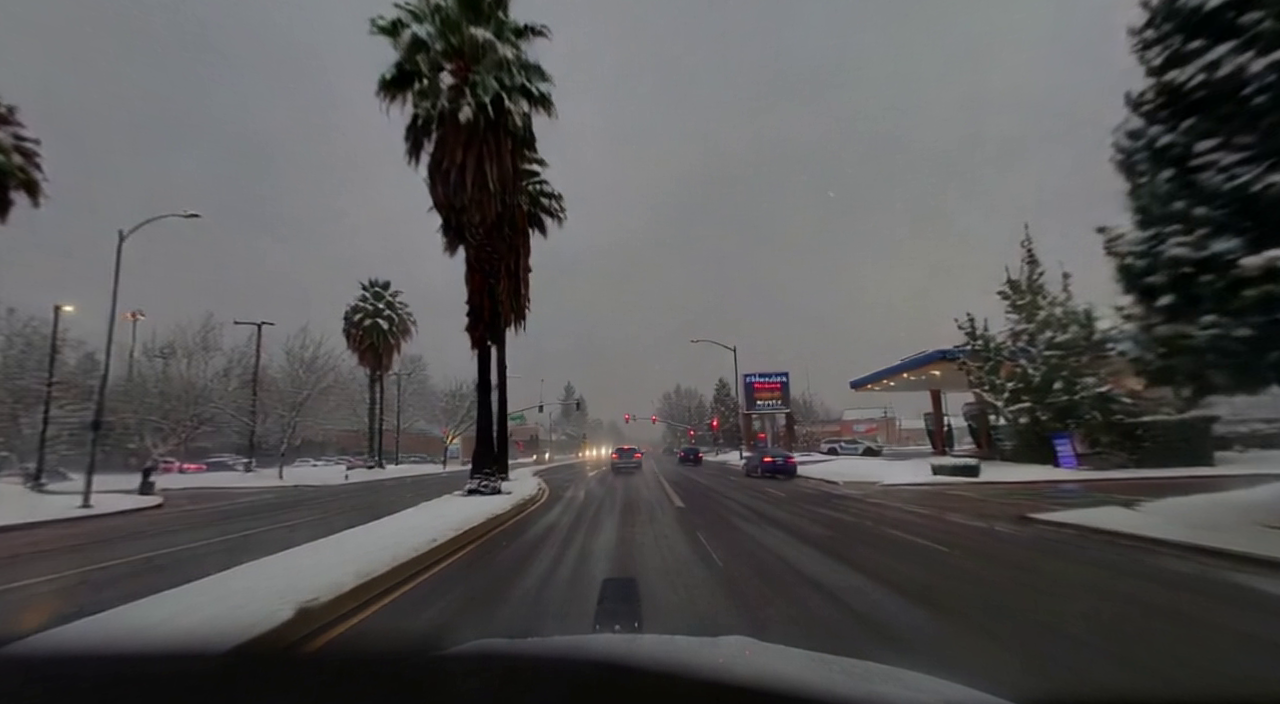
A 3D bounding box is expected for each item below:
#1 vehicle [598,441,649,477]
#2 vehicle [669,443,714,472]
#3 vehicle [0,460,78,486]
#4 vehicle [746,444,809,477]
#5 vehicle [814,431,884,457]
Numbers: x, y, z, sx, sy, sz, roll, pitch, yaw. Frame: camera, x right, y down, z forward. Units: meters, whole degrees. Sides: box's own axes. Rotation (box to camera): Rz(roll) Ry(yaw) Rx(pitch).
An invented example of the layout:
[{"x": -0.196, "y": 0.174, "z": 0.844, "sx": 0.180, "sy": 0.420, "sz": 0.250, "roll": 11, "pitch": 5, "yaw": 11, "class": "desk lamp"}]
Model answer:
[{"x": -0.748, "y": 4.953, "z": 29.366, "sx": 2.160, "sy": 1.508, "sz": 4.319, "roll": 0, "pitch": -9, "yaw": -1, "class": "vehicle"}, {"x": 2.840, "y": 5.927, "z": 35.649, "sx": 2.060, "sy": 1.471, "sz": 4.168, "roll": 0, "pitch": -9, "yaw": -1, "class": "vehicle"}, {"x": -35.260, "y": 6.976, "z": 36.563, "sx": 3.781, "sy": 1.401, "sz": 1.776, "roll": -1, "pitch": -9, "yaw": 0, "class": "vehicle"}, {"x": 6.705, "y": 5.345, "z": 31.451, "sx": 1.922, "sy": 1.461, "sz": 4.868, "roll": 0, "pitch": -9, "yaw": -2, "class": "vehicle"}, {"x": 16.021, "y": 7.150, "z": 48.817, "sx": 2.172, "sy": 1.855, "sz": 5.526, "roll": 1, "pitch": -10, "yaw": -18, "class": "vehicle"}]
